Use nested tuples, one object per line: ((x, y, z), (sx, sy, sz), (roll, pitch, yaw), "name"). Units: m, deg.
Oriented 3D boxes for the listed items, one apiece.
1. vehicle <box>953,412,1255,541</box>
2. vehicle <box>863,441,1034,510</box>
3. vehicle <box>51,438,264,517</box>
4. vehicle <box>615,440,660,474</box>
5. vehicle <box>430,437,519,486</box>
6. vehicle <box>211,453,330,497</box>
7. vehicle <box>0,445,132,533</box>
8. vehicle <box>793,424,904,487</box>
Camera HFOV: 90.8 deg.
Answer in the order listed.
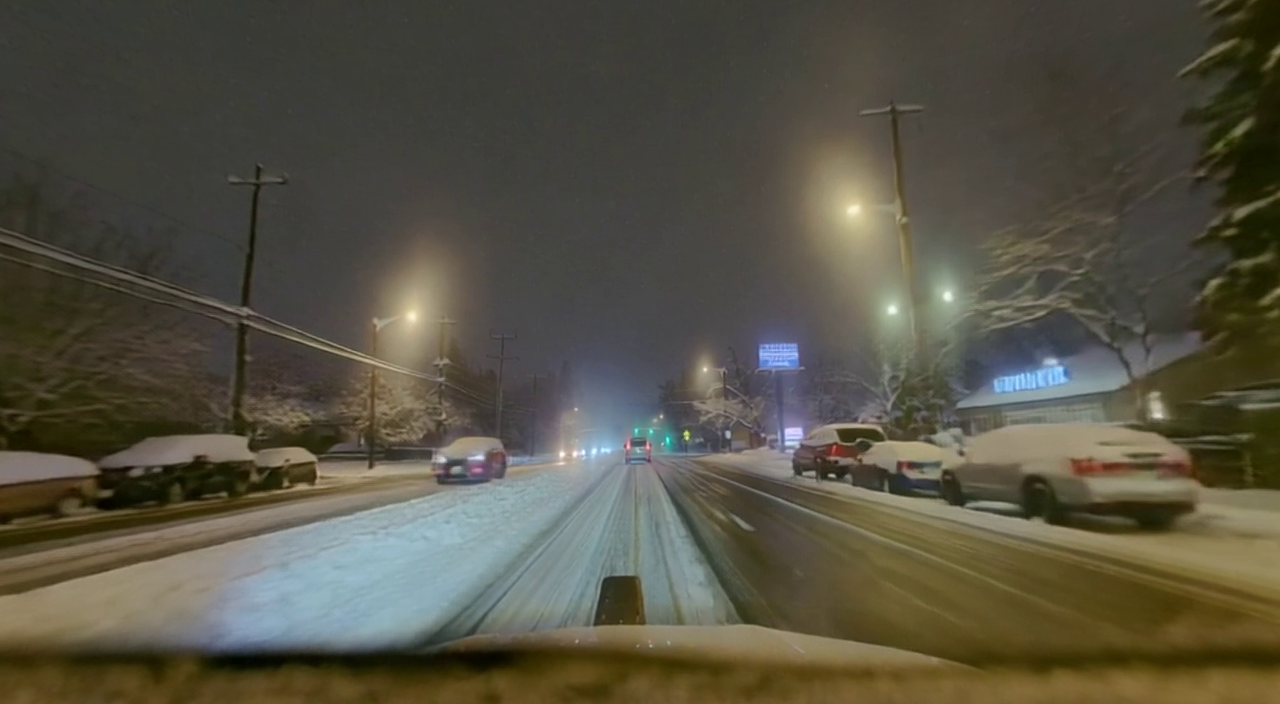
((7.881, 2.139, 11.454), (2.026, 1.851, 4.360), (0, -8, -2), "vehicle")
((7.594, 3.053, 16.216), (1.854, 1.485, 4.736), (0, -8, -2), "vehicle")
((-14.300, 3.660, 19.365), (2.138, 1.906, 5.692), (-3, -8, -1), "vehicle")
((-0.140, 5.182, 31.512), (2.067, 1.547, 4.513), (0, -8, -1), "vehicle")
((-6.296, 4.224, 24.713), (2.254, 1.732, 4.571), (0, -8, 0), "vehicle")
((-14.192, 4.720, 24.670), (1.850, 1.467, 4.742), (0, -8, -1), "vehicle")
((-14.197, 2.939, 13.830), (2.041, 1.789, 5.070), (0, -8, -2), "vehicle")
((7.612, 3.861, 23.821), (2.257, 2.072, 5.376), (0, -8, -1), "vehicle")
